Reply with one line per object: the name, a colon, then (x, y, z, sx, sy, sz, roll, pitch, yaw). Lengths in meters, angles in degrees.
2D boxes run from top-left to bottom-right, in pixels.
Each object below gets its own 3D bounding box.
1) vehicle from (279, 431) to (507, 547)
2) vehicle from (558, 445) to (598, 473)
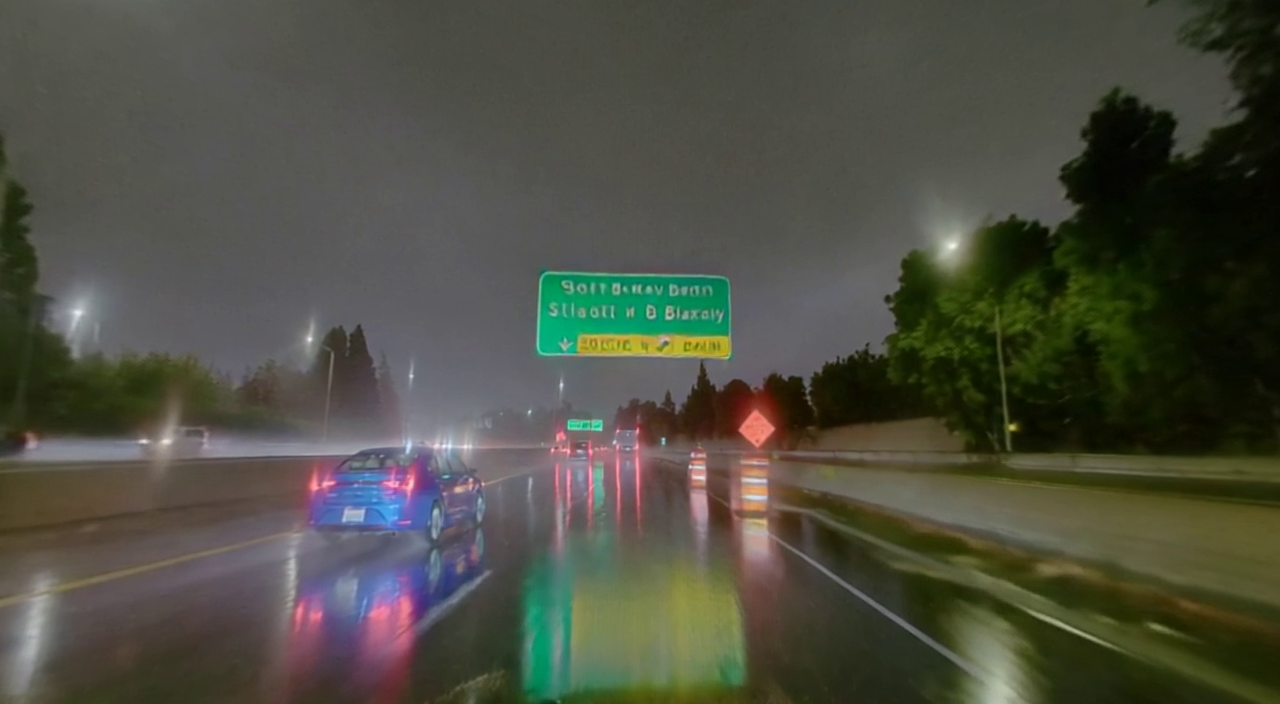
vehicle: (-3.779, 2.186, 10.770, 2.012, 1.510, 4.672, 0, -9, 0)
vehicle: (-3.434, 6.006, 35.629, 1.965, 1.459, 4.145, 1, -9, -2)
